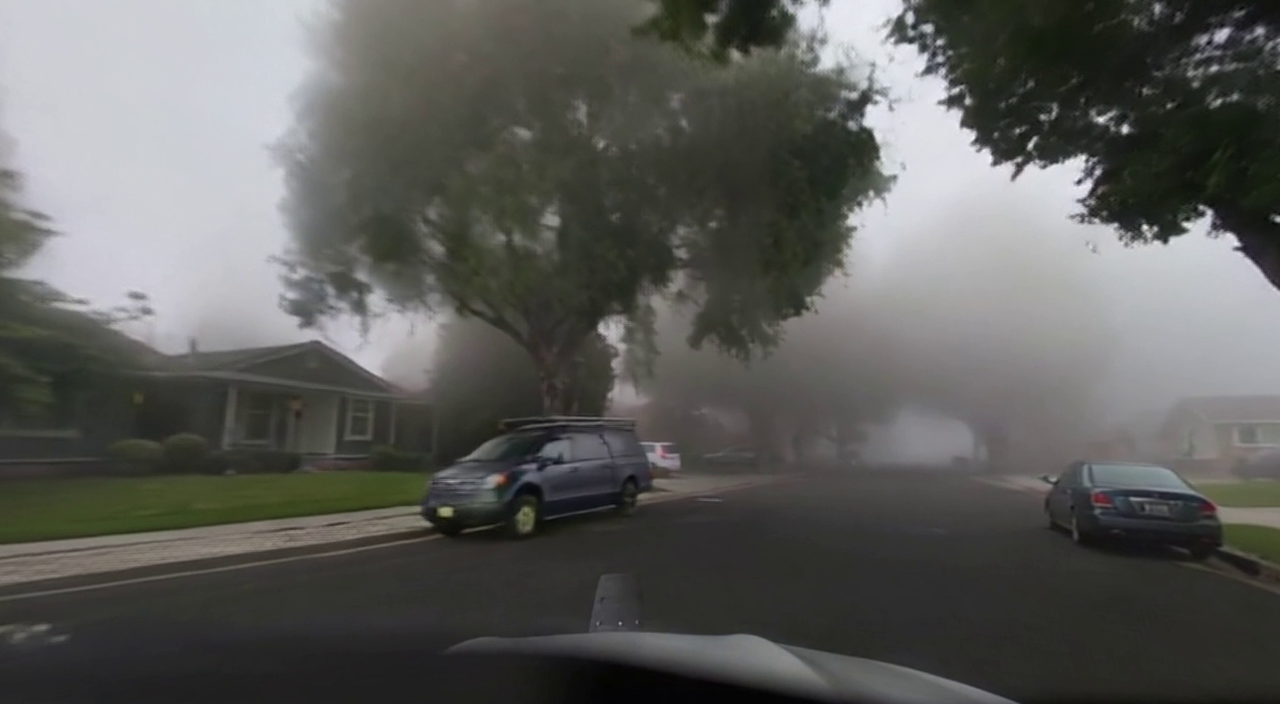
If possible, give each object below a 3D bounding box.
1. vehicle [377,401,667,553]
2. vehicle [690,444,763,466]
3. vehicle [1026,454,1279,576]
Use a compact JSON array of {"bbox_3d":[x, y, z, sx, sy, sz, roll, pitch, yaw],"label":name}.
[{"bbox_3d":[-1.689,2.236,11.970,2.337,2.084,6.088,-4,-10,23],"label":"vehicle"},{"bbox_3d":[6.362,7.581,46.348,4.977,1.558,2.079,-4,-10,25],"label":"vehicle"},{"bbox_3d":[7.902,2.424,10.320,1.959,1.431,4.647,-4,-10,23],"label":"vehicle"}]
